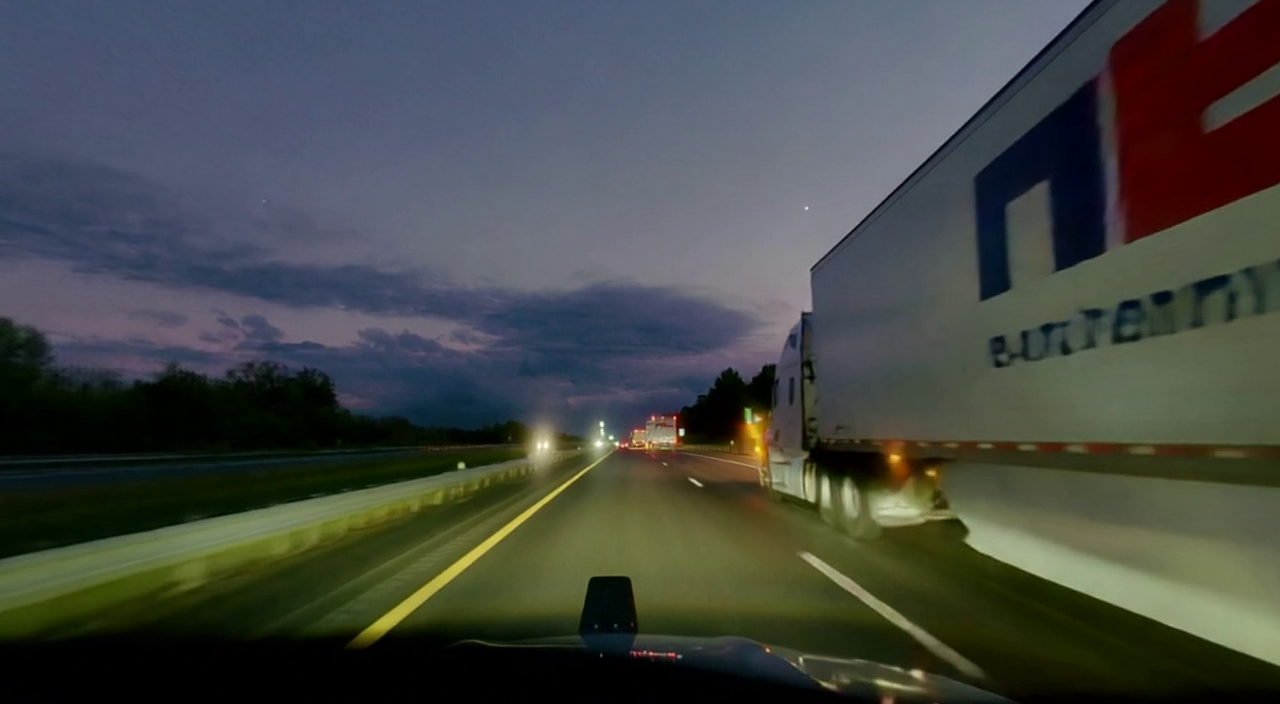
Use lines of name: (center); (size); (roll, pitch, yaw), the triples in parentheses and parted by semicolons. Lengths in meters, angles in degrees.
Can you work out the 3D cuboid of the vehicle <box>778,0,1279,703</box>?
vehicle: (4.246, -0.057, 4.926); (2.871, 4.072, 14.183); (0, -8, -1)
